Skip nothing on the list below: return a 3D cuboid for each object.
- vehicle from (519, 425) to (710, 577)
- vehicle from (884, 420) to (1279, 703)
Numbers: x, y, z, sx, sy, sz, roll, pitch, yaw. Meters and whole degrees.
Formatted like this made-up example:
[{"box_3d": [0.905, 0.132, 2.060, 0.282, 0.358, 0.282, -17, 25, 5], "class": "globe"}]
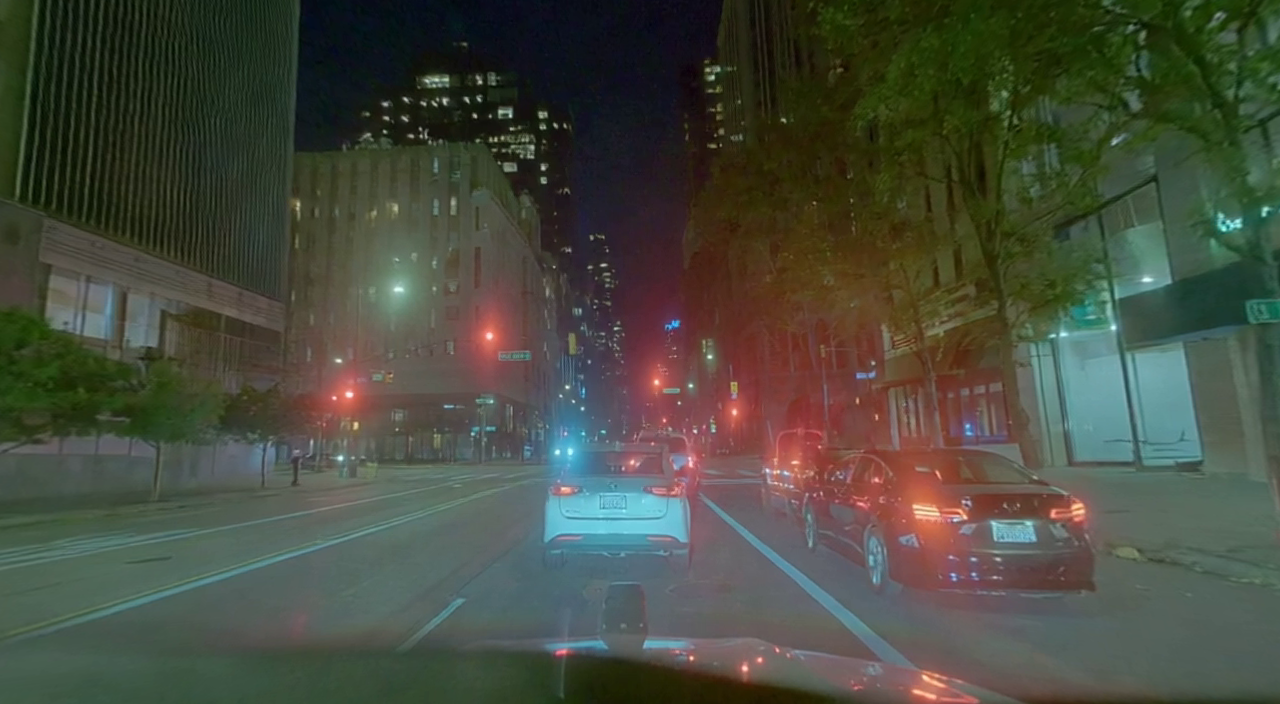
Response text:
[{"box_3d": [-0.257, 1.758, 8.172, 1.888, 1.489, 3.703, 0, -8, 0], "class": "vehicle"}, {"box_3d": [3.207, 1.130, 3.152, 2.006, 1.496, 4.767, 0, -9, -1], "class": "vehicle"}]
